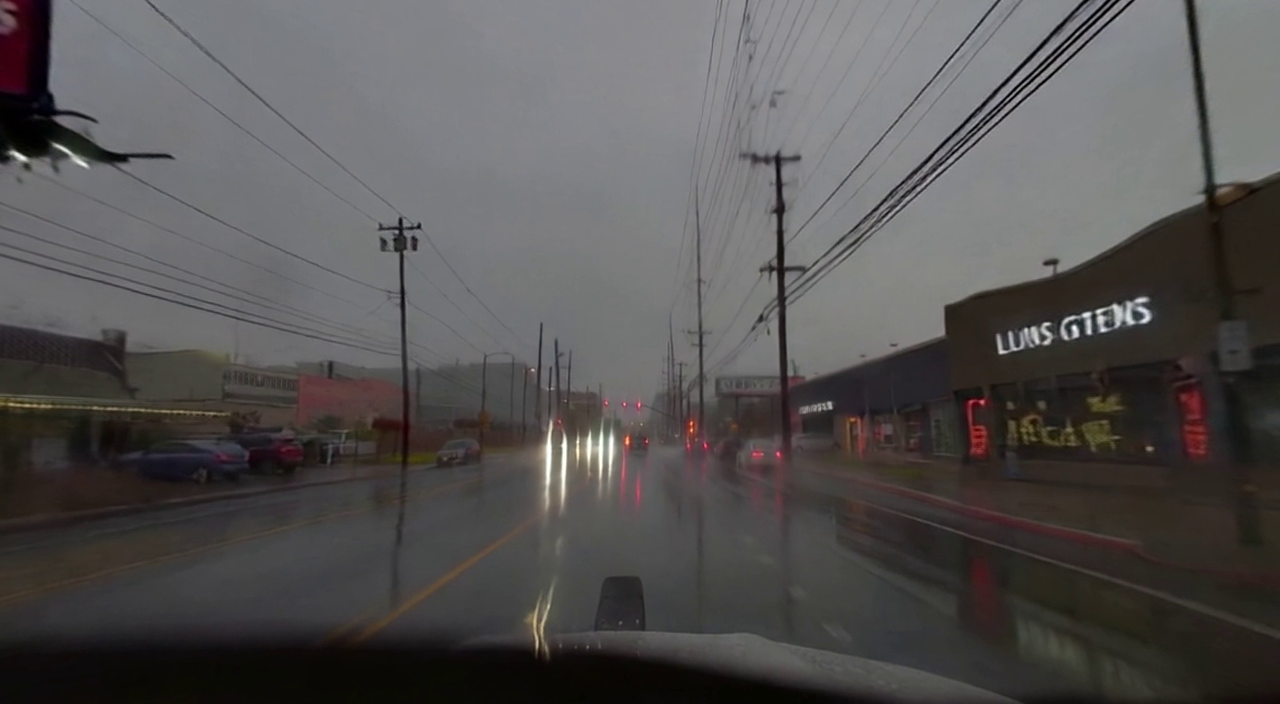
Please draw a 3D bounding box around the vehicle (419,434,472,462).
[{"bbox_3d":[-13.777,6.807,44.959,2.044,1.830,4.800,-1,-8,3],"label":"vehicle"}]

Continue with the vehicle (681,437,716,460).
[{"bbox_3d":[3.994,6.660,43.708,1.926,1.482,4.442,0,-8,-1],"label":"vehicle"}]

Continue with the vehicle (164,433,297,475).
[{"bbox_3d":[-18.360,4.575,28.516,4.455,1.772,2.048,0,-8,-3],"label":"vehicle"}]

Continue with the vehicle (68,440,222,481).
[{"bbox_3d":[-18.985,4.169,24.366,4.323,1.482,1.972,-1,-9,3],"label":"vehicle"}]
